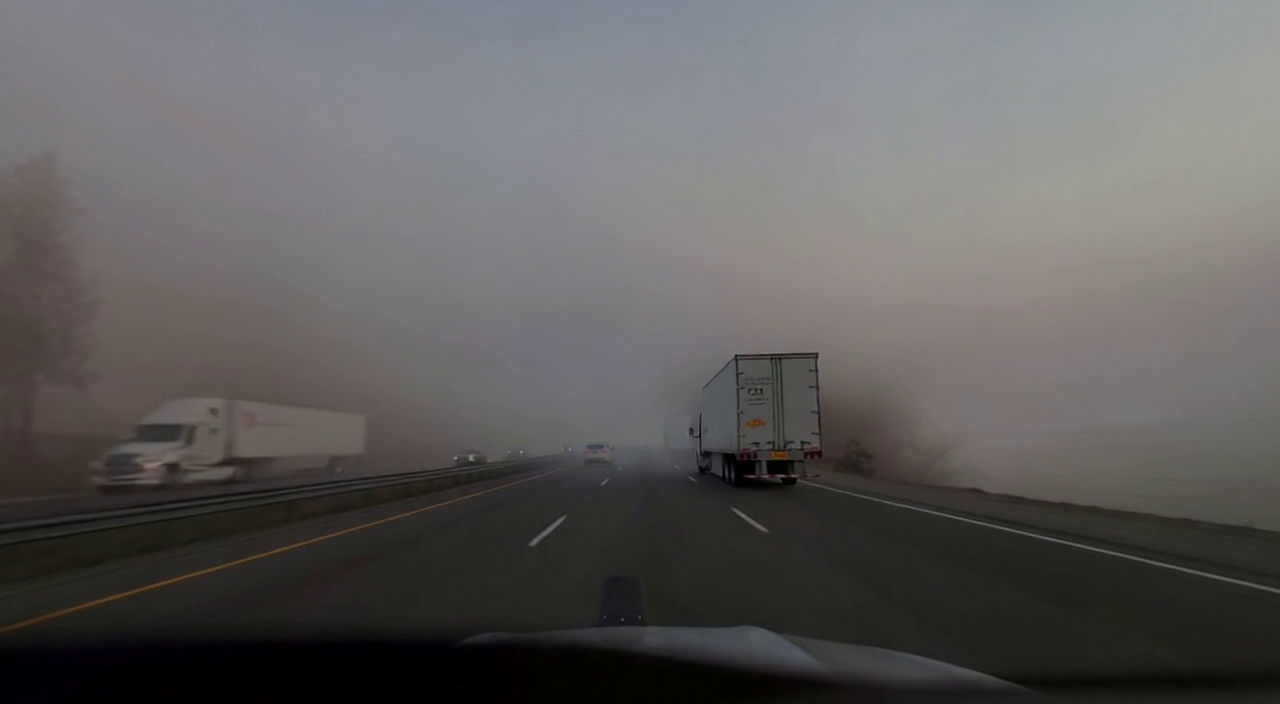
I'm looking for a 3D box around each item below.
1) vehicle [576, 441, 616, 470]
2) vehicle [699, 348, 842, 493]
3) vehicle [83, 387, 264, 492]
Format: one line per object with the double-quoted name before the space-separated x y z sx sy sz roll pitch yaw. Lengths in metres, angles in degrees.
"vehicle" -2.863 6.867 42.151 2.291 1.788 4.825 0 -9 1
"vehicle" 4.486 3.045 25.651 2.826 4.269 14.176 0 -9 0
"vehicle" -19.465 3.748 26.885 2.929 3.945 5.887 0 -9 1
